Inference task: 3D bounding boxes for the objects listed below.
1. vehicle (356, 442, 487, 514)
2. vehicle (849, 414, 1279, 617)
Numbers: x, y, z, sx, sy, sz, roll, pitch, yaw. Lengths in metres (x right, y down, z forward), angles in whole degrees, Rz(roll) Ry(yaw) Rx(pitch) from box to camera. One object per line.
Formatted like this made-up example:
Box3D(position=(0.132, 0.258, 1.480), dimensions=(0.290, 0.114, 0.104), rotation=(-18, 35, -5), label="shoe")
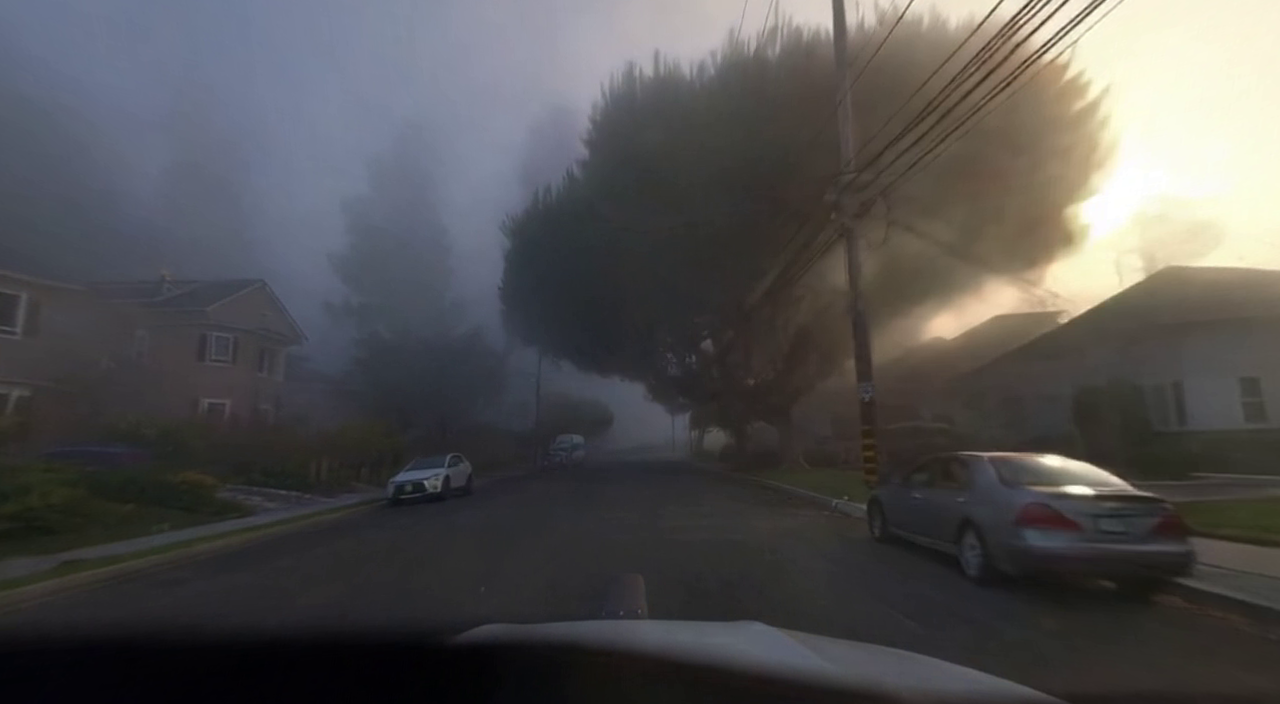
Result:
Box3D(position=(-5.962, 3.441, 17.985), dimensions=(1.954, 1.551, 5.128), rotation=(-3, -7, 0), label="vehicle")
Box3D(position=(4.075, 1.567, 6.962), dimensions=(2.020, 1.558, 3.925), rotation=(1, -9, -3), label="vehicle")
